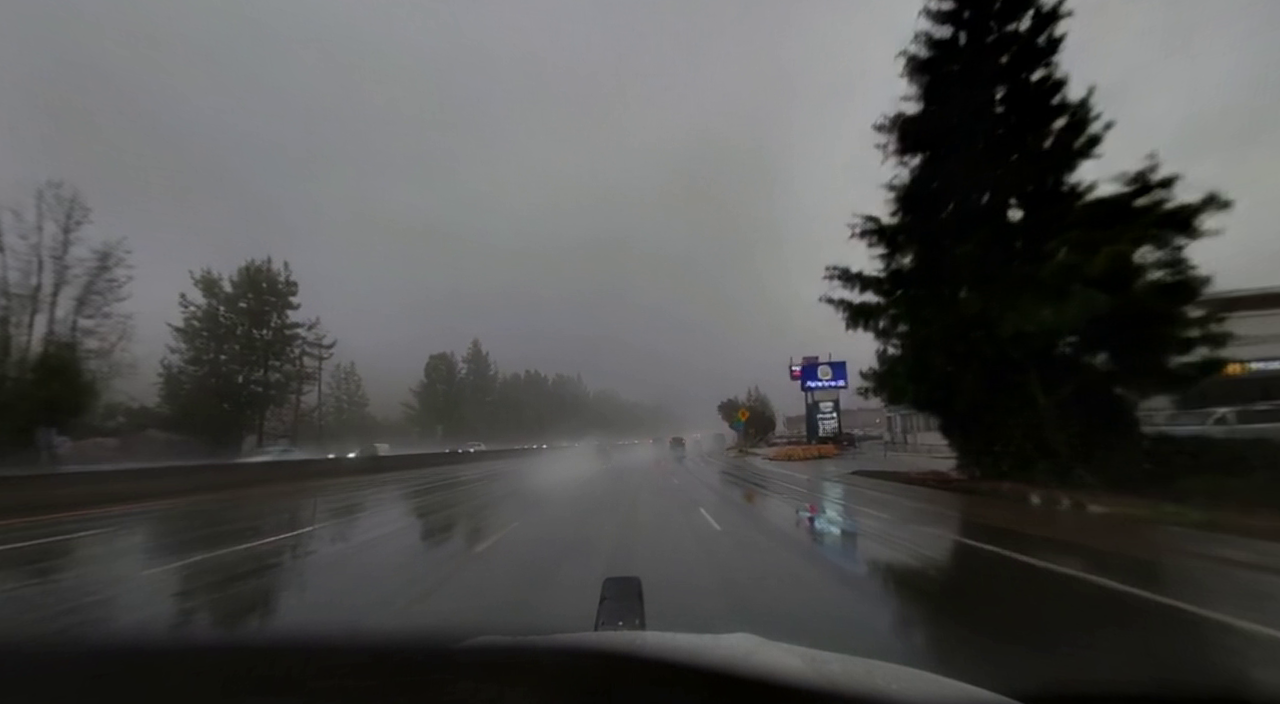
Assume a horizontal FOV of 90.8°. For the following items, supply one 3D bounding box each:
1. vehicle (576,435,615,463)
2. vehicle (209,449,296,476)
[{"bbox_3d":[-2.991,6.596,43.020,2.139,1.782,4.079,-1,-8,3],"label":"vehicle"},{"bbox_3d":[-22.523,6.416,36.986,1.985,1.480,4.611,-1,-9,3],"label":"vehicle"}]
